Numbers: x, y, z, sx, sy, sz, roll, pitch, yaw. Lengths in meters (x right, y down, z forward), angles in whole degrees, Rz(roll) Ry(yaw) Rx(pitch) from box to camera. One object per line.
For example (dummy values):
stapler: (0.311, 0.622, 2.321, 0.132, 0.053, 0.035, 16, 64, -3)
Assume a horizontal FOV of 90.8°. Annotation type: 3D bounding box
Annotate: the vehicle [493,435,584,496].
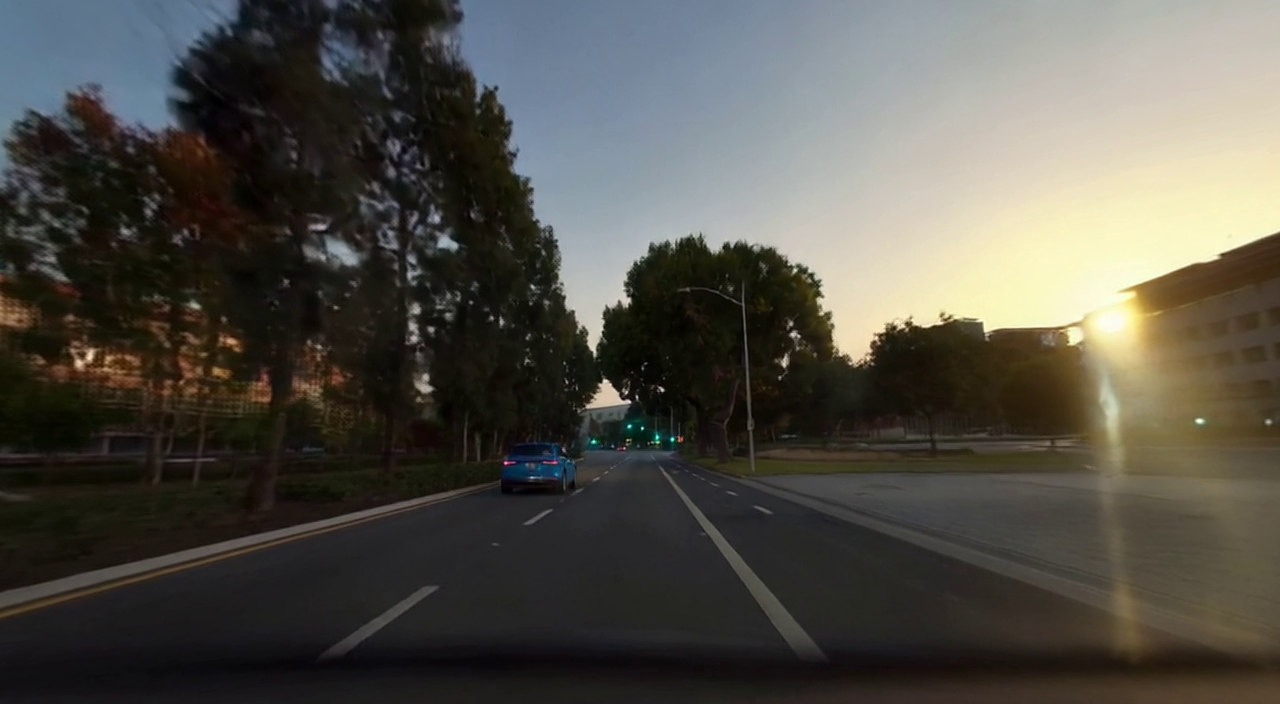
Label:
vehicle: (-3.091, 3.578, 20.287, 2.121, 1.724, 4.392, 0, -9, 1)
